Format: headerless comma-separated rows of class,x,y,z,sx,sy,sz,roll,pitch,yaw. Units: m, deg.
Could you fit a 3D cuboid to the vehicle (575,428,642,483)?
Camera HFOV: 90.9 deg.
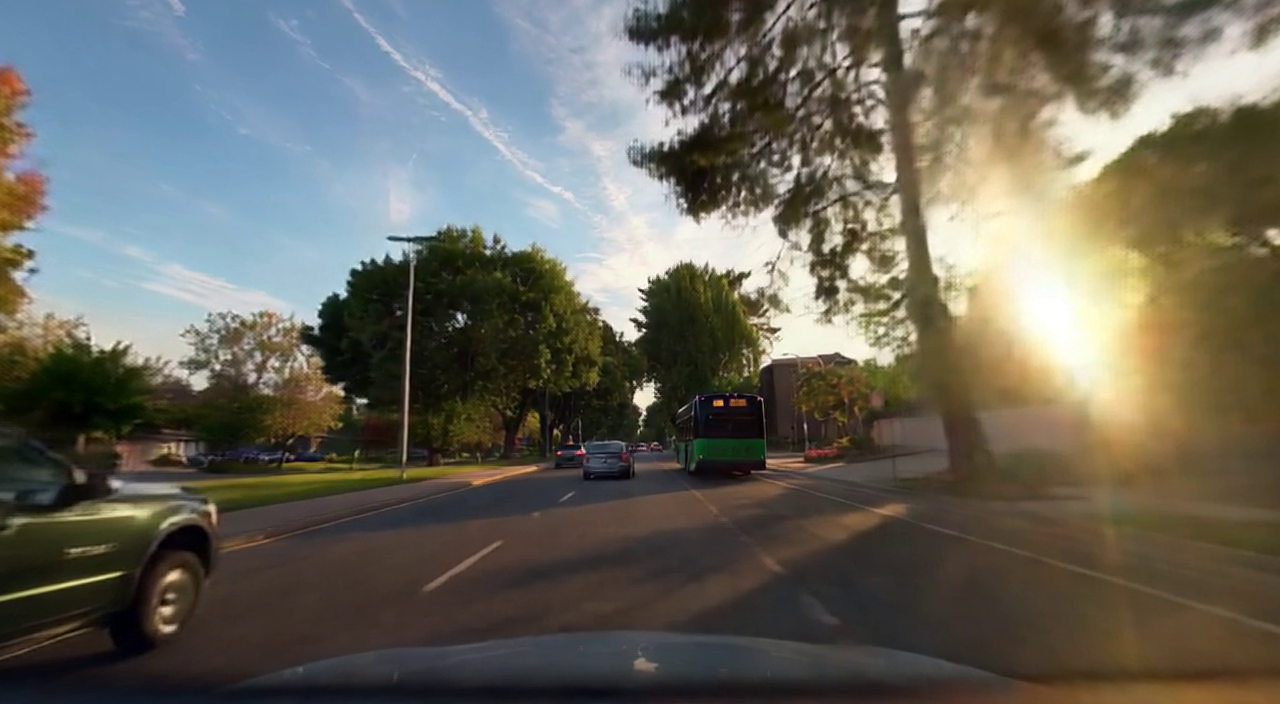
vehicle,-1.066,3.921,24.082,2.074,1.849,5.137,0,-8,2

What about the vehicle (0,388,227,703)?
vehicle,-3.986,0.829,2.081,2.109,1.543,4.535,0,-8,1

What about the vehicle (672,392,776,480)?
vehicle,3.443,4.053,29.855,3.059,3.264,12.623,0,-8,-1
